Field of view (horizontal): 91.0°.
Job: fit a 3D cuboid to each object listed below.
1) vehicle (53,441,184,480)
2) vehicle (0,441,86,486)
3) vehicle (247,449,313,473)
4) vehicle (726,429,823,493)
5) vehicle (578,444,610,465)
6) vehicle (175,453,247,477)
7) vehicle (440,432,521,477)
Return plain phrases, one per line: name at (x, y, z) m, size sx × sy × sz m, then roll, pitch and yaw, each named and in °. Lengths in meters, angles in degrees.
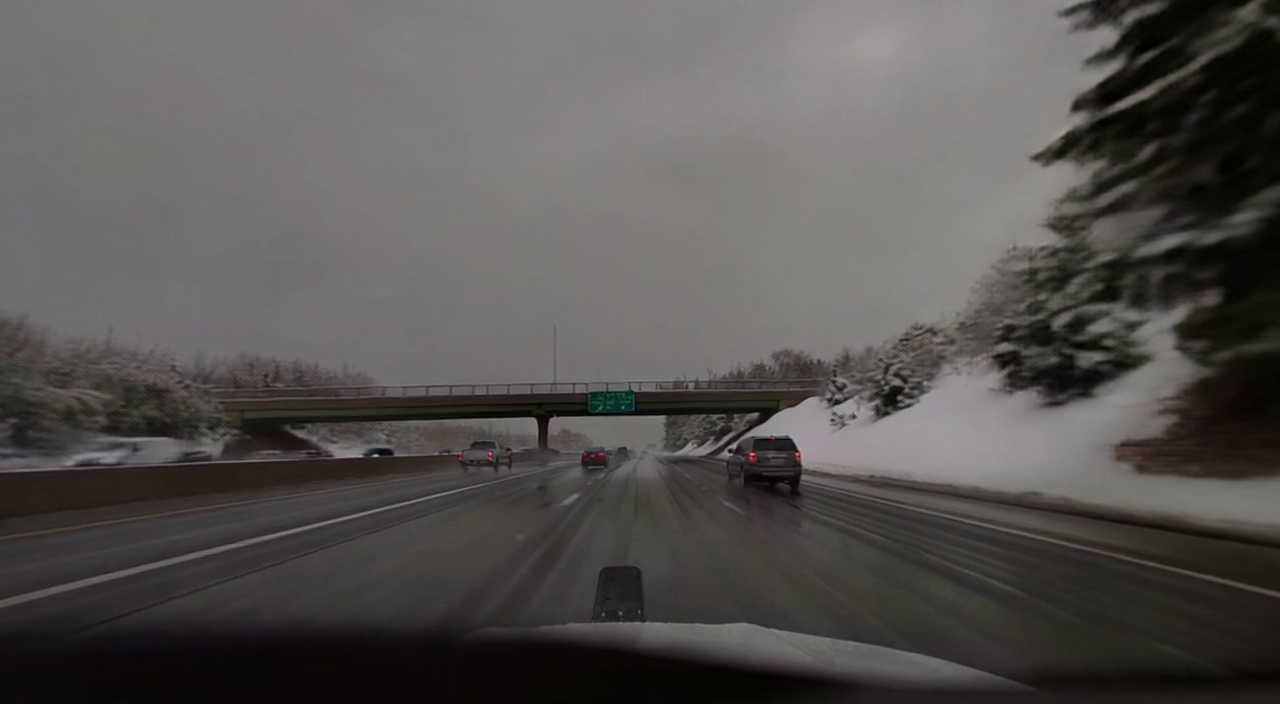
vehicle at (-25.296, 5.275, 30.858) m, size 2.090 × 1.746 × 5.035 m, roll 0°, pitch -9°, yaw 0°
vehicle at (-28.885, 5.010, 28.488) m, size 2.241 × 1.906 × 5.939 m, roll 0°, pitch -9°, yaw -1°
vehicle at (-25.373, 7.673, 44.570) m, size 1.914 × 1.556 × 4.594 m, roll 0°, pitch -9°, yaw 0°
vehicle at (3.949, 3.301, 19.331) m, size 1.990 × 1.735 × 4.276 m, roll 0°, pitch -9°, yaw -1°
vehicle at (-3.540, 7.978, 49.010) m, size 2.067 × 1.528 × 4.551 m, roll 0°, pitch -9°, yaw 1°
vehicle at (-28.954, 7.613, 42.697) m, size 1.801 × 1.493 × 4.345 m, roll 0°, pitch -9°, yaw 0°
vehicle at (-7.648, 4.992, 30.925) m, size 2.341 × 1.959 × 5.684 m, roll 0°, pitch -9°, yaw 1°
